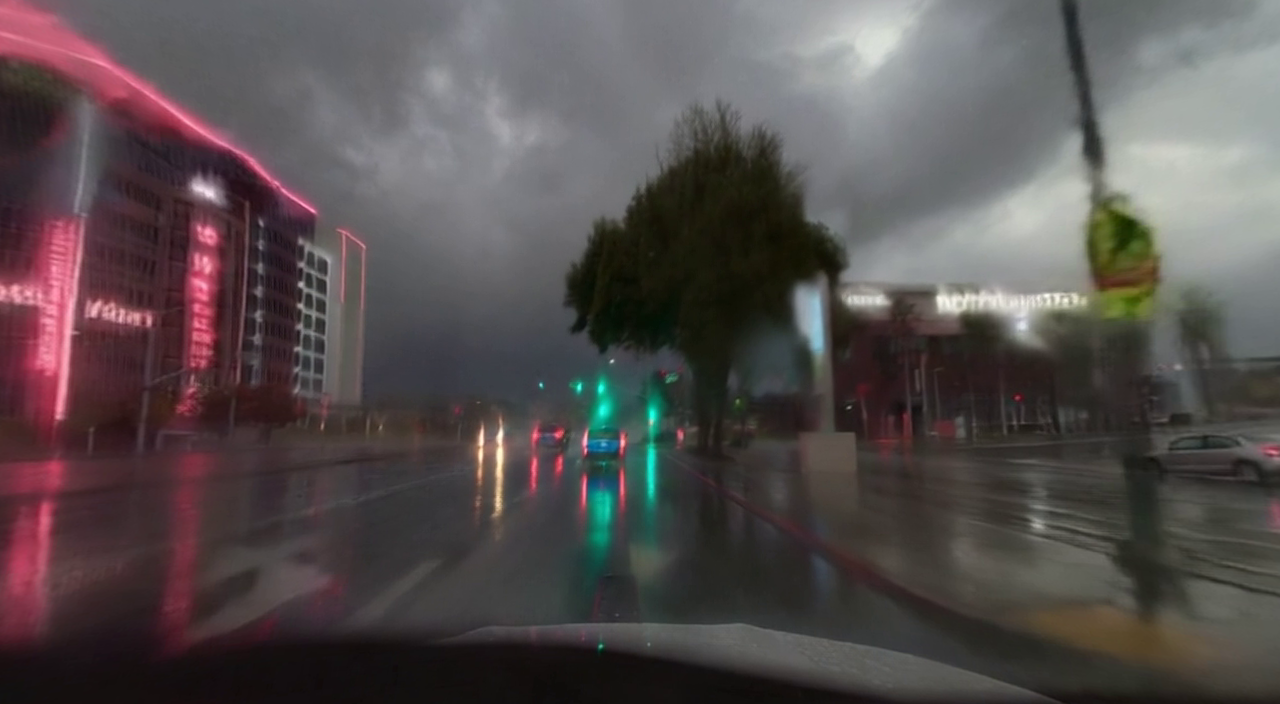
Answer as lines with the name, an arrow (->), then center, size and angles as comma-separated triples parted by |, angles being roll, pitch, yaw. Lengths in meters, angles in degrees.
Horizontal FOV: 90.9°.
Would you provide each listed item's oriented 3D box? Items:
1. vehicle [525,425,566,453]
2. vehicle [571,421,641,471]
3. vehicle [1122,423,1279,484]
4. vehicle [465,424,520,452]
vehicle -> -5.241, 4.890, 35.335 | 2.023, 1.485, 3.721 | 1, -8, -5
vehicle -> -1.118, 3.286, 22.152 | 2.231, 1.572, 4.227 | 0, -8, -1
vehicle -> 19.545, 3.548, 21.478 | 1.932, 1.762, 4.835 | 0, -13, -6
vehicle -> -9.441, 5.567, 40.721 | 1.994, 1.717, 4.380 | -1, -8, 8
